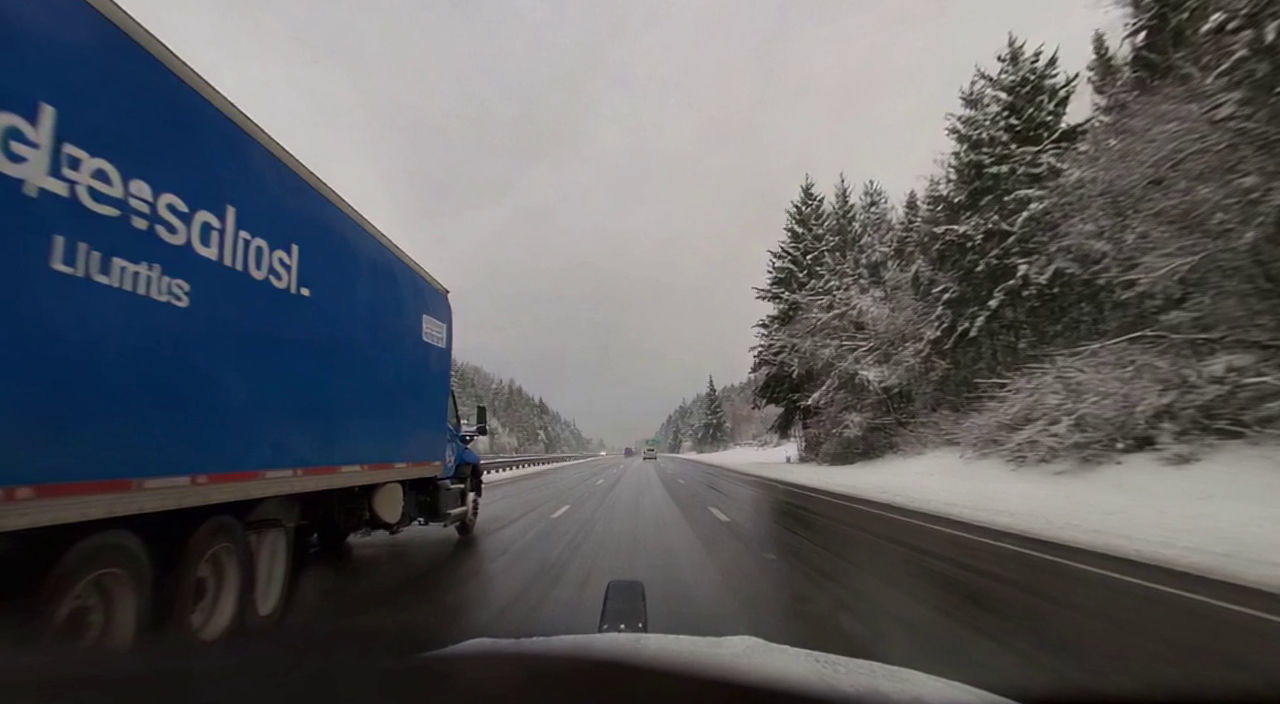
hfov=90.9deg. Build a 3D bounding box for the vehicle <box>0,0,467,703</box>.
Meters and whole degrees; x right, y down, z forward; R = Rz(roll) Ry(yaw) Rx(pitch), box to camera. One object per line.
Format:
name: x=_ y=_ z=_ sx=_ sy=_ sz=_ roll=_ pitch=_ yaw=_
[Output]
vehicle: x=-3.501 y=0.411 z=4.036 sx=2.695 sy=3.151 sz=6.885 roll=0 pitch=-9 yaw=1
